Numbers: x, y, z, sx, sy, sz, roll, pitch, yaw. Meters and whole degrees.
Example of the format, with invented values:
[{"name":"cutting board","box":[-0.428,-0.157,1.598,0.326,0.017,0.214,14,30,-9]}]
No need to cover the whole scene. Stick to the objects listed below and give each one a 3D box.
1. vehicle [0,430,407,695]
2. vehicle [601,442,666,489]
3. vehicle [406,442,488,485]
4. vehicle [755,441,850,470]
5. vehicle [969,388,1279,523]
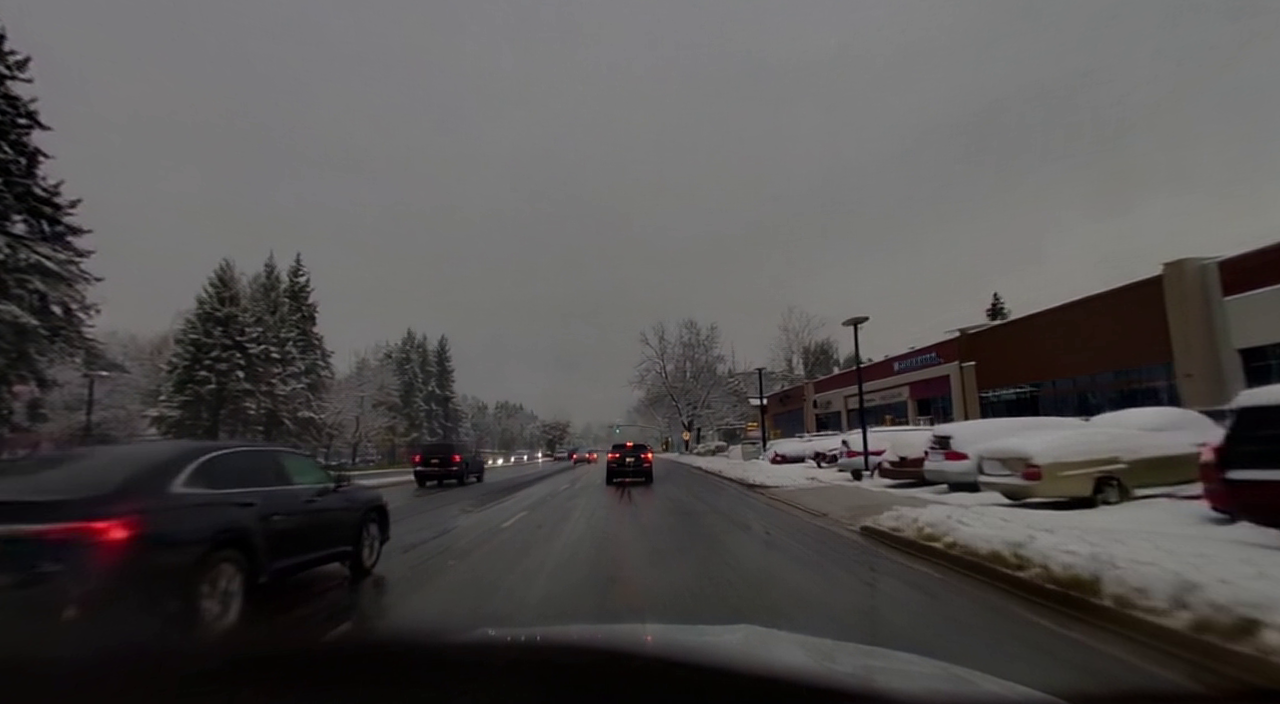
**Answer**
[{"name":"vehicle","box":[-4.099,1.550,6.001,1.973,1.456,4.850,0,-9,-1]},{"name":"vehicle","box":[-0.271,3.879,21.915,2.061,1.469,3.954,0,-9,-2]},{"name":"vehicle","box":[-8.065,4.687,26.922,2.038,1.649,4.665,0,-9,-1]},{"name":"vehicle","box":[8.734,5.588,34.166,4.619,1.523,1.873,0,-9,1]},{"name":"vehicle","box":[9.003,1.640,10.755,5.501,1.720,2.257,-4,-8,-5]}]
